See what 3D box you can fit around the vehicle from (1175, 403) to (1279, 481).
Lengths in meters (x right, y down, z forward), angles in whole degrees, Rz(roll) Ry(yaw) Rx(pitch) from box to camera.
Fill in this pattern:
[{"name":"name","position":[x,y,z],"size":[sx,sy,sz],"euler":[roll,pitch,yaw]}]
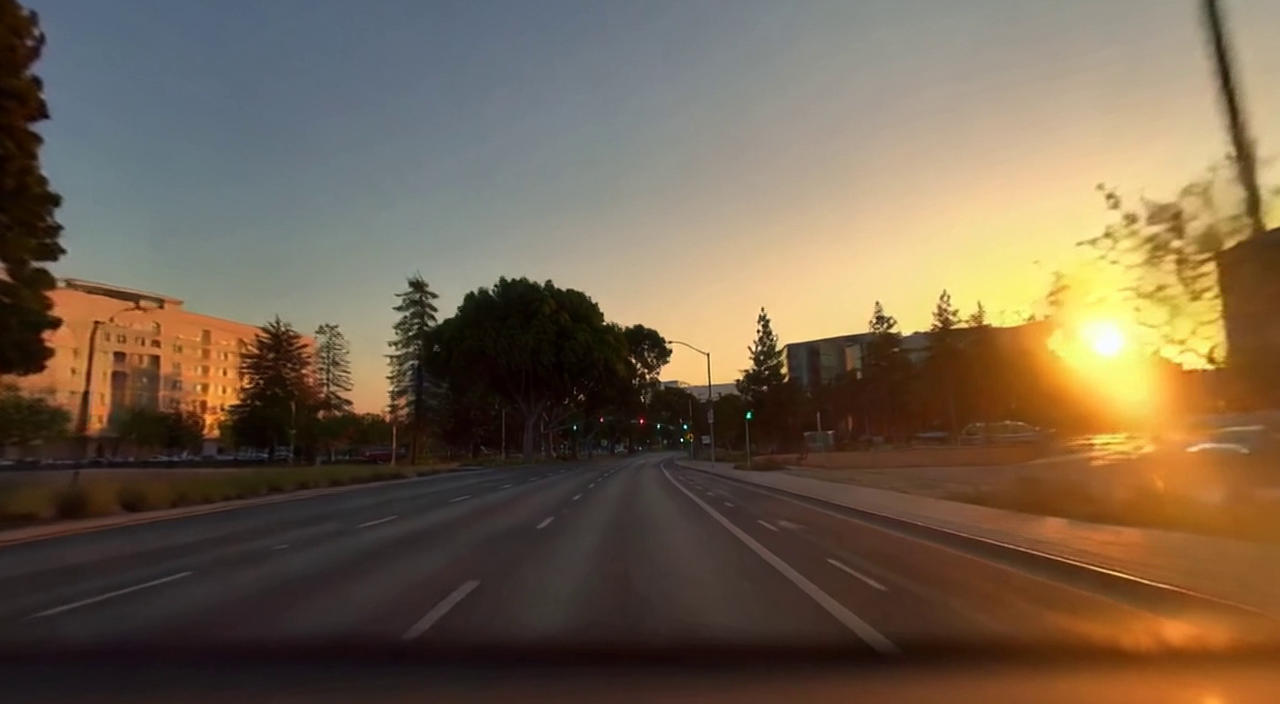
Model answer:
[{"name":"vehicle","position":[28.146,3.856,27.835],"size":[7.548,3.111,2.756],"euler":[0,-8,-14]}]
